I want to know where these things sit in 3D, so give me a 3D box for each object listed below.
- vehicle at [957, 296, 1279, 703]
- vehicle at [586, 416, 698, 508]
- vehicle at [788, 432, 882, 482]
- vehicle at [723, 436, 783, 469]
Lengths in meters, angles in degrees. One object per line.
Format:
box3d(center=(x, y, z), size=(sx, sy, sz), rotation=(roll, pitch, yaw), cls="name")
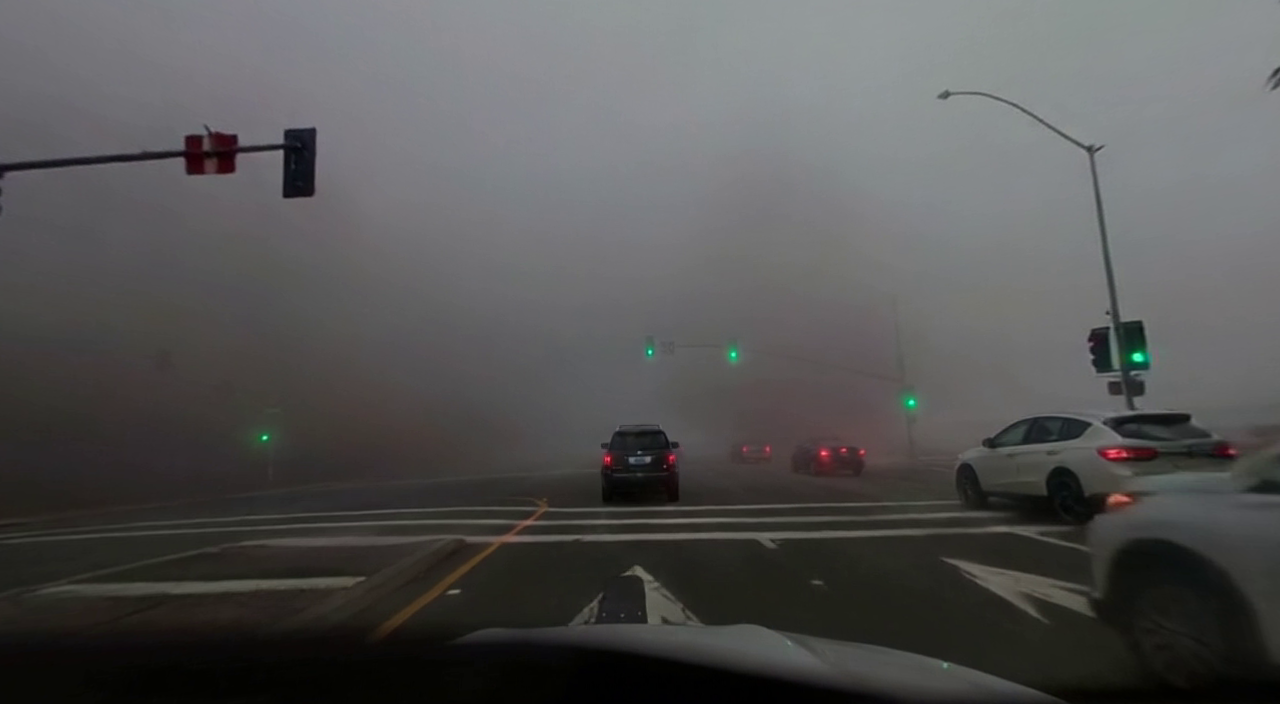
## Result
box3d(center=(3.470, 0.647, 2.149), size=(2.057, 1.788, 5.216), rotation=(0, -9, 0), cls="vehicle")
box3d(center=(-0.002, 2.626, 15.403), size=(2.353, 1.894, 4.122), rotation=(0, -9, -1), cls="vehicle")
box3d(center=(7.067, 3.851, 23.401), size=(2.025, 1.642, 4.189), rotation=(0, -9, -1), cls="vehicle")
box3d(center=(6.514, 5.899, 37.066), size=(2.440, 1.775, 4.791), rotation=(0, -9, -2), cls="vehicle")
